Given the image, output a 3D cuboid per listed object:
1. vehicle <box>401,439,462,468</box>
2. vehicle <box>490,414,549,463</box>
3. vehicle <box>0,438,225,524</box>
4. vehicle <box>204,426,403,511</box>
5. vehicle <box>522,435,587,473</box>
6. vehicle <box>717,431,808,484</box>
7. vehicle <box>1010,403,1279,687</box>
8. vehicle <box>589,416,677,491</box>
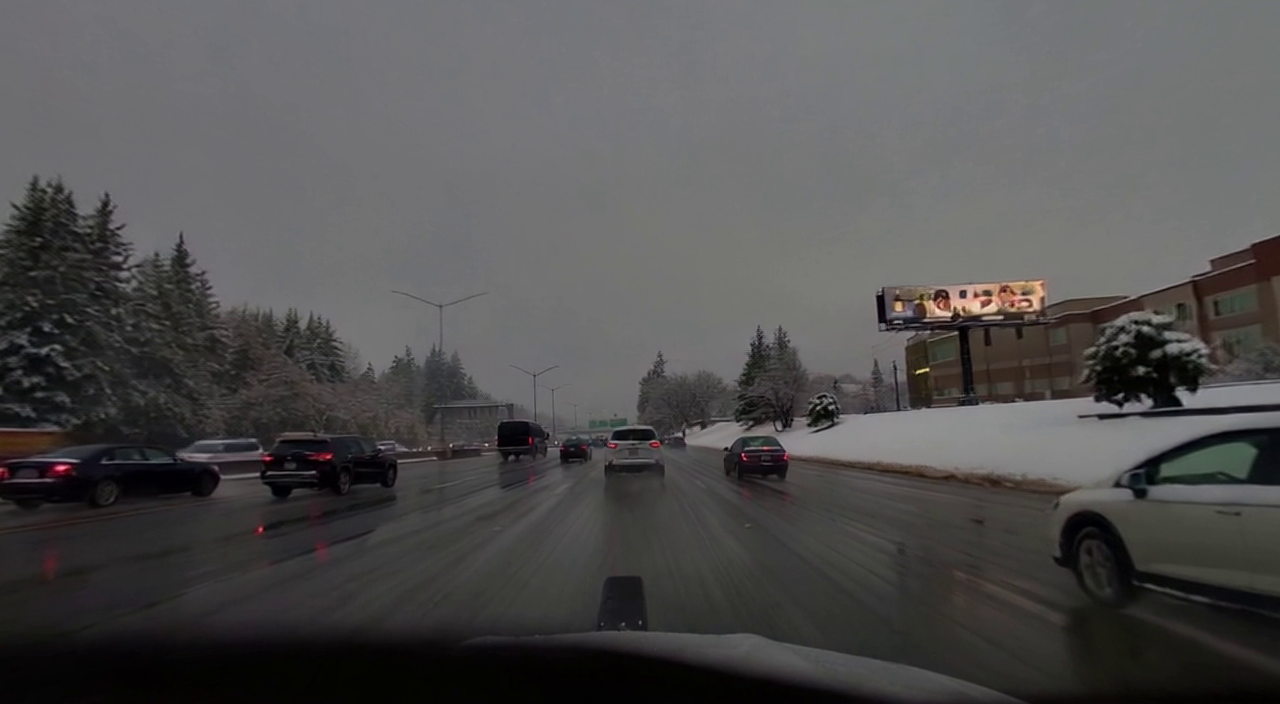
[{"bbox_3d":[-11.286,5.515,34.436,1.923,1.480,3.905,0,-8,1],"label":"vehicle"},{"bbox_3d":[-7.509,5.514,40.119,2.358,2.817,7.055,0,-8,0],"label":"vehicle"},{"bbox_3d":[-11.113,2.506,12.996,1.970,1.441,4.555,0,-8,1],"label":"vehicle"},{"bbox_3d":[-7.337,2.562,14.432,2.021,1.632,4.417,0,-8,1],"label":"vehicle"},{"bbox_3d":[-3.610,4.412,27.536,2.079,1.499,4.512,0,-8,2],"label":"vehicle"},{"bbox_3d":[3.763,3.316,20.234,1.942,1.487,4.518,0,-8,-1],"label":"vehicle"},{"bbox_3d":[4.328,1.020,3.337,1.915,1.482,4.537,0,-8,-1],"label":"vehicle"},{"bbox_3d":[-0.167,2.868,18.172,2.209,1.863,4.626,0,-8,0],"label":"vehicle"}]
